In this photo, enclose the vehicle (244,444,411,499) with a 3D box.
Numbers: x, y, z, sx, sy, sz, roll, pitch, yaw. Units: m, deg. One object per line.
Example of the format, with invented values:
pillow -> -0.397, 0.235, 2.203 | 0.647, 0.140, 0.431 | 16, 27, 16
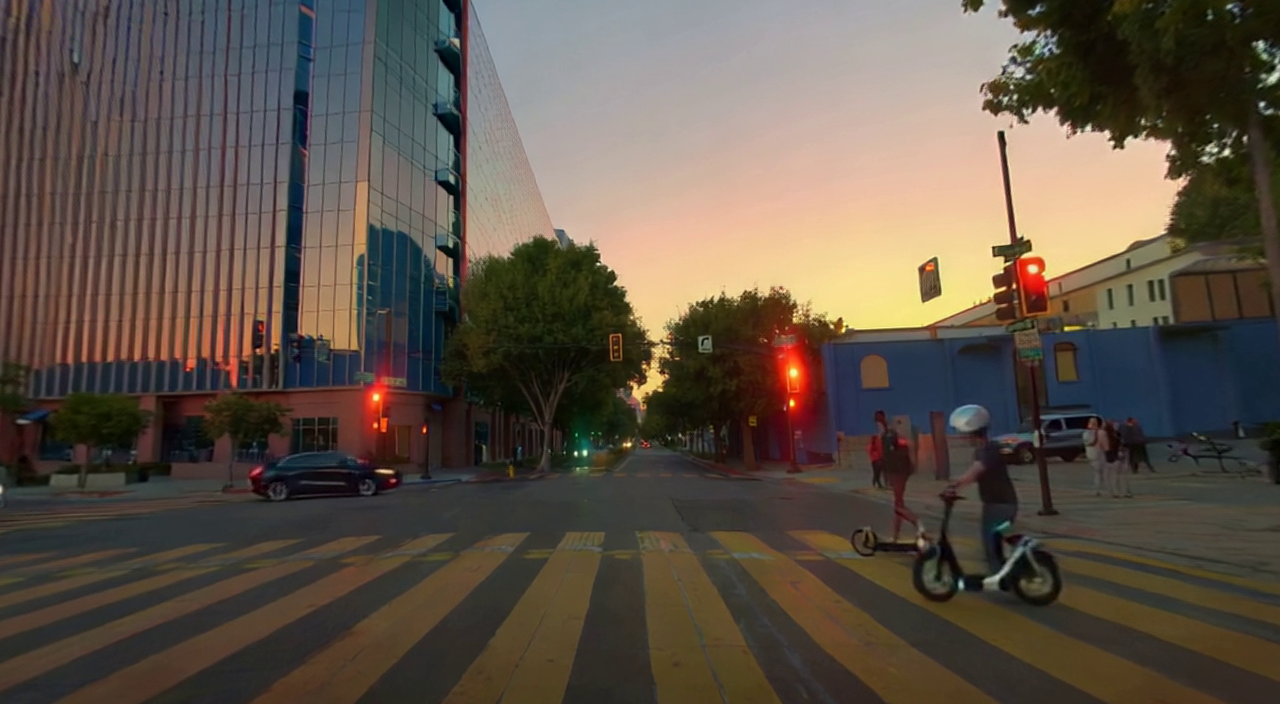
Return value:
vehicle -> -10.153, 3.868, 20.895 | 4.641, 1.616, 2.051 | 3, -9, -23
